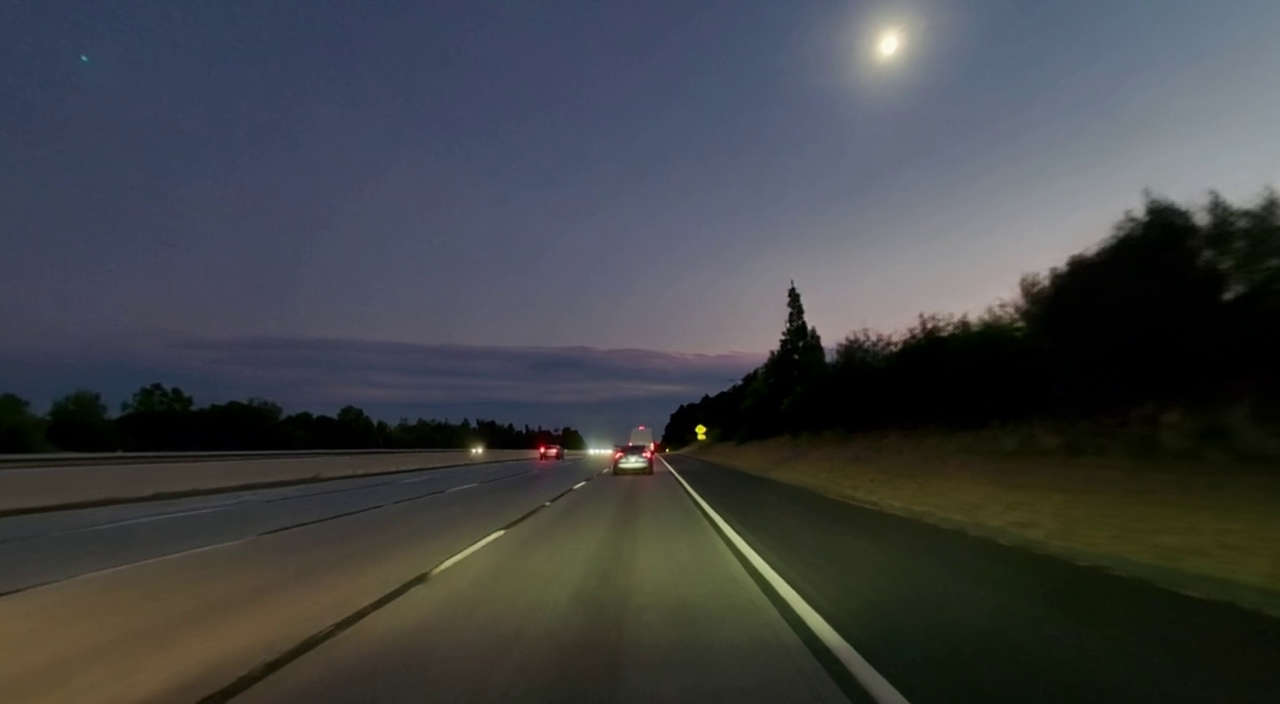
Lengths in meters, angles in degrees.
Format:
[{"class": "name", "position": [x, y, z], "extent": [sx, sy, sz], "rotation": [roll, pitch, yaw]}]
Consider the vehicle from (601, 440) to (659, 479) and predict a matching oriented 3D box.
[{"class": "vehicle", "position": [-0.357, 4.425, 26.252], "extent": [2.238, 1.479, 3.672], "rotation": [0, -9, 1]}]
